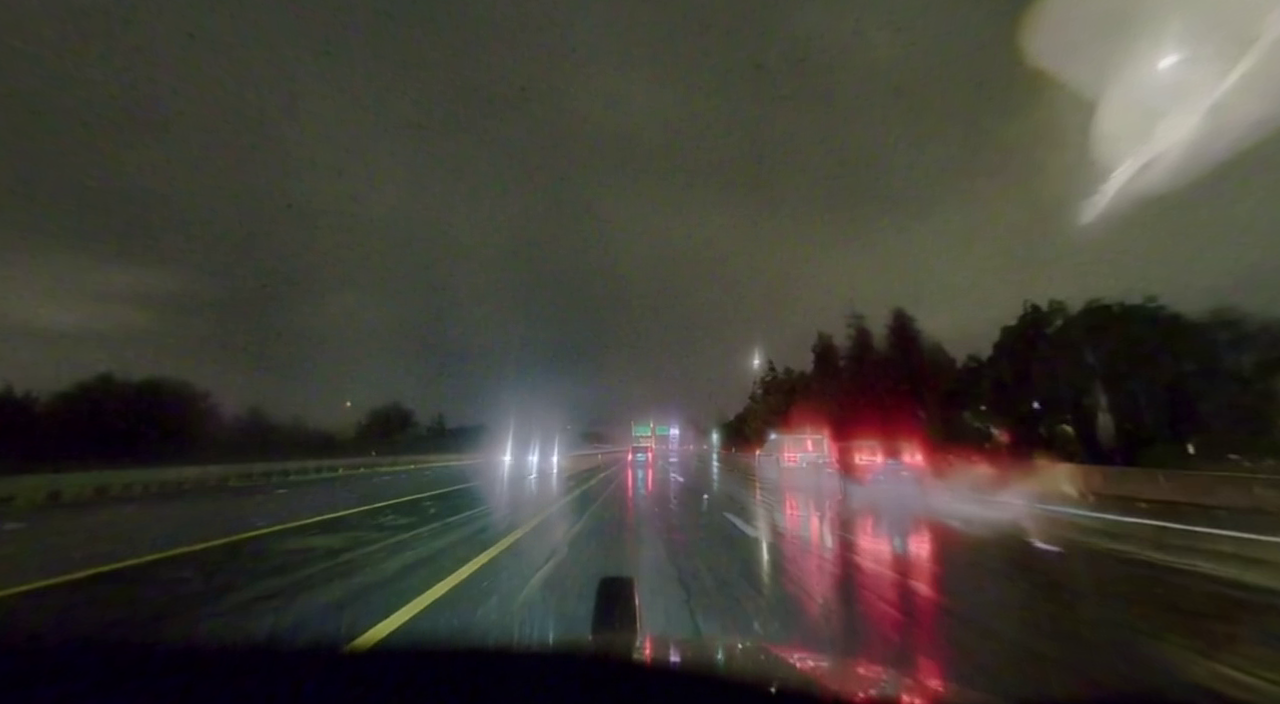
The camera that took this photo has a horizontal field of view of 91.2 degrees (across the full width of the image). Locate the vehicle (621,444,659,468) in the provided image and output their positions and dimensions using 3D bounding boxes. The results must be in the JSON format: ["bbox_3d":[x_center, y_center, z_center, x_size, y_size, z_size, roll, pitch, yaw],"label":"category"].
[{"bbox_3d":[0.047,7.209,43.594,2.084,1.594,4.219,-2,-9,8],"label":"vehicle"}]
